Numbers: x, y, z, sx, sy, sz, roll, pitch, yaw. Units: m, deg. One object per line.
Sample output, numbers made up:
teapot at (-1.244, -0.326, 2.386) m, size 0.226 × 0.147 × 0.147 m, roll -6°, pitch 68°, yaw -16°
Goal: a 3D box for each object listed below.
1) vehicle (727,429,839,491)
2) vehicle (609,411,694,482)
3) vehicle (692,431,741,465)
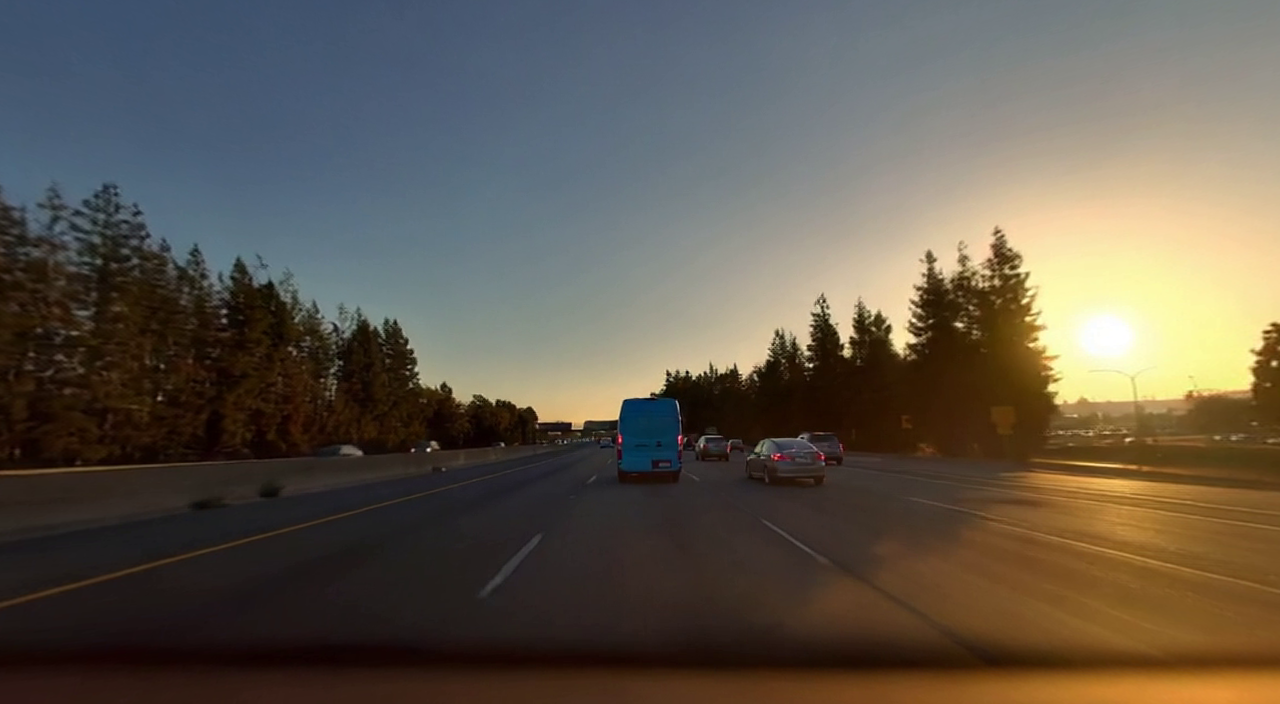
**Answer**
vehicle at (3.775, 2.929, 17.351) m, size 2.099 × 1.510 × 3.784 m, roll 0°, pitch -8°, yaw -2°
vehicle at (0.256, 3.212, 21.498) m, size 2.546 × 2.087 × 5.404 m, roll 0°, pitch -8°, yaw -2°
vehicle at (4.021, 5.132, 33.709) m, size 2.019 × 1.662 × 3.977 m, roll 0°, pitch -8°, yaw -2°
